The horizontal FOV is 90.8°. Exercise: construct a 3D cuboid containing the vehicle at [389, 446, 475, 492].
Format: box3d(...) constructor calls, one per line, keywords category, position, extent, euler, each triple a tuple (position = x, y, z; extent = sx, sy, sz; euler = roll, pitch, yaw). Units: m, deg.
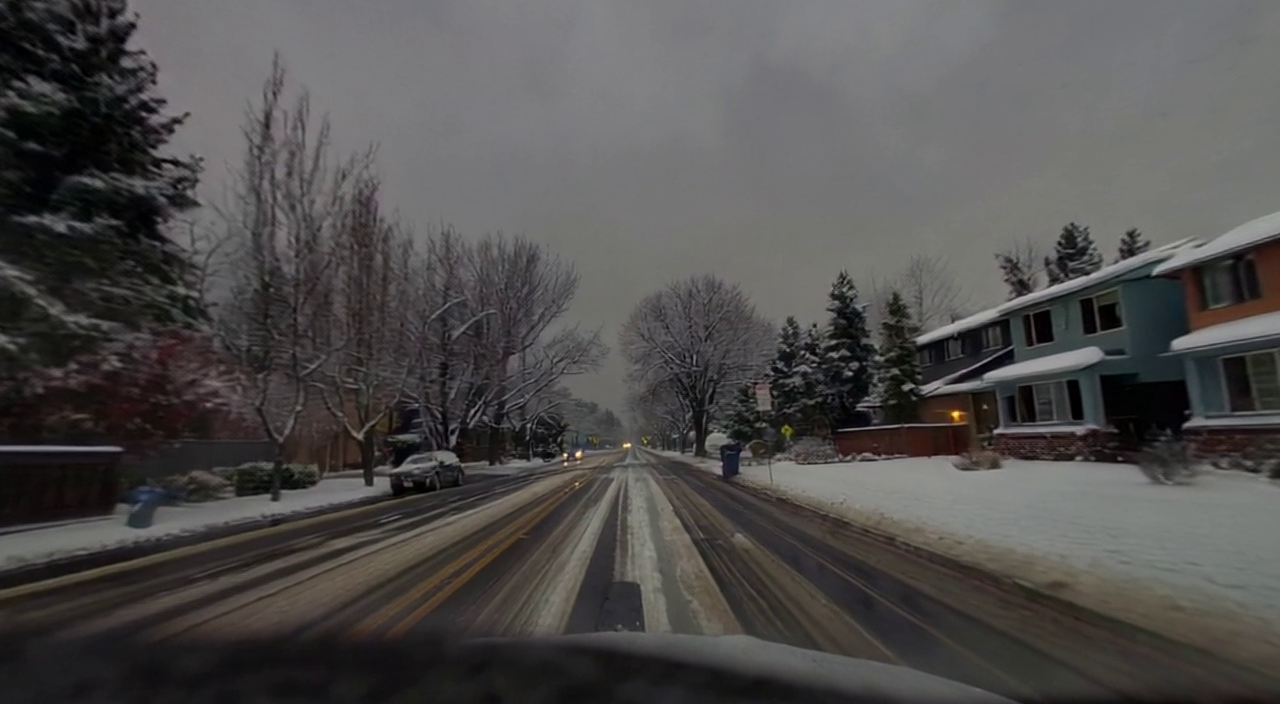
box3d(category="vehicle", position=(-7.911, 4.470, 24.447), extent=(1.880, 1.469, 4.221), euler=(-4, -9, 0))
